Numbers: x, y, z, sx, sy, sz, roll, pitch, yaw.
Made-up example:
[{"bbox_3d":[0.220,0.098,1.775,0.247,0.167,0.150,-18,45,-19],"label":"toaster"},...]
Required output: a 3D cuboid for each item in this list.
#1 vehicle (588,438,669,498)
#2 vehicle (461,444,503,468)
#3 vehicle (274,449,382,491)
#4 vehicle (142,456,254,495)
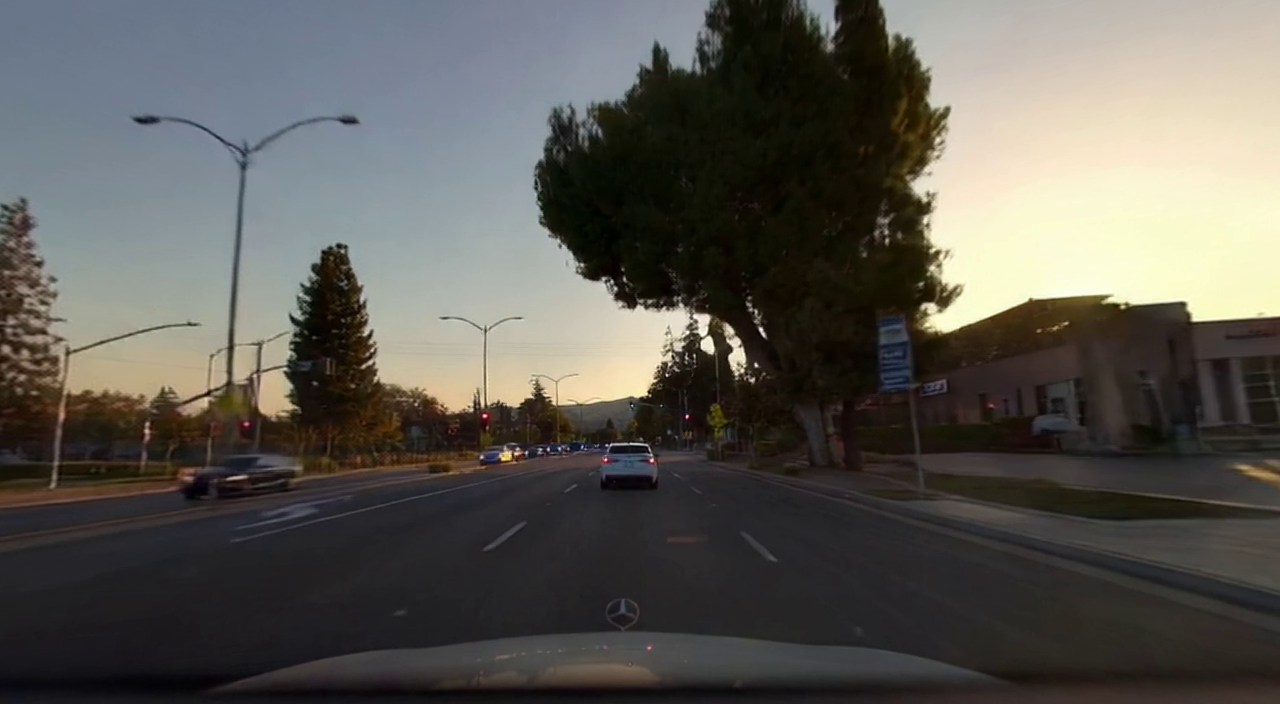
[{"bbox_3d":[-0.317,3.301,18.320,2.062,1.519,4.214,1,-9,-1],"label":"vehicle"},{"bbox_3d":[-12.048,7.944,48.230,1.999,1.695,4.334,0,-9,1],"label":"vehicle"},{"bbox_3d":[-12.443,4.718,25.519,1.936,1.498,4.611,0,-9,1],"label":"vehicle"},{"bbox_3d":[-19.067,5.306,27.420,1.819,1.473,4.258,1,-9,-1],"label":"vehicle"}]
